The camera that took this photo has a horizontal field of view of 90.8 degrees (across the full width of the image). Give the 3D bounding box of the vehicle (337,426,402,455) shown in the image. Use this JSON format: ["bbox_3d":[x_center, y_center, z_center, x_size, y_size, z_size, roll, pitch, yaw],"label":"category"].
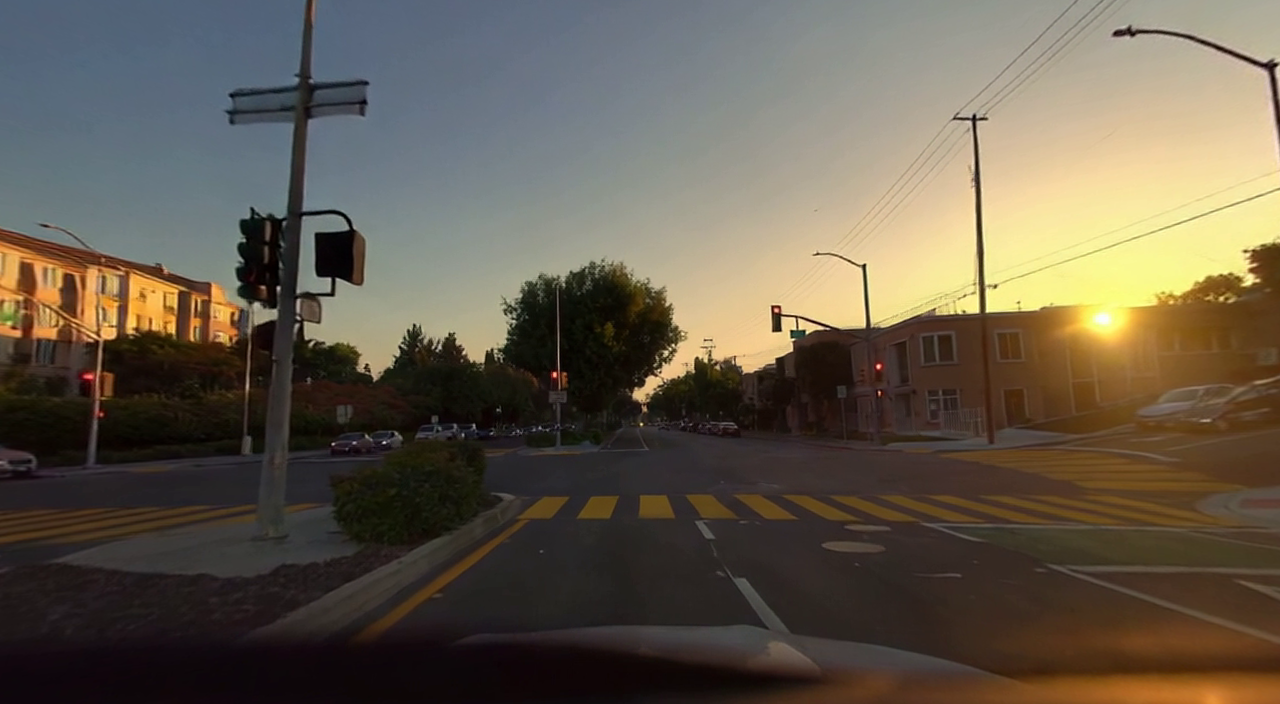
[{"bbox_3d":[-18.383,6.075,43.241,2.225,1.871,5.189,0,-9,0],"label":"vehicle"}]

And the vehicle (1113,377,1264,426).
[{"bbox_3d":[22.280,1.990,25.774,4.531,1.753,1.964,-2,-2,-5],"label":"vehicle"}]

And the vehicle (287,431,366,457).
[{"bbox_3d":[-18.165,5.388,36.900,1.939,1.430,5.533,0,-9,-2],"label":"vehicle"}]
